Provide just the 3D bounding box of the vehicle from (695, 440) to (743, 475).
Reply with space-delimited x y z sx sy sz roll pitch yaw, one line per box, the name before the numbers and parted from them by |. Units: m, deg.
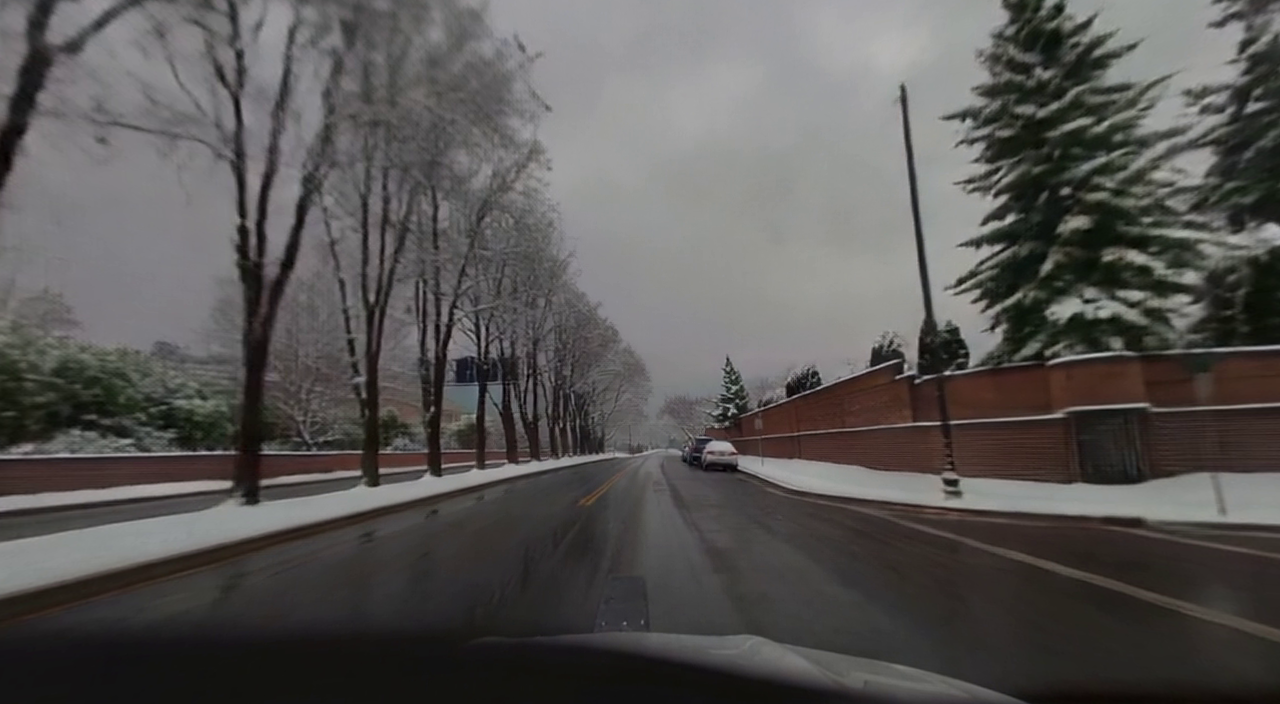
vehicle | 4.136 5.590 33.889 2.048 1.596 5.543 2 -8 2
